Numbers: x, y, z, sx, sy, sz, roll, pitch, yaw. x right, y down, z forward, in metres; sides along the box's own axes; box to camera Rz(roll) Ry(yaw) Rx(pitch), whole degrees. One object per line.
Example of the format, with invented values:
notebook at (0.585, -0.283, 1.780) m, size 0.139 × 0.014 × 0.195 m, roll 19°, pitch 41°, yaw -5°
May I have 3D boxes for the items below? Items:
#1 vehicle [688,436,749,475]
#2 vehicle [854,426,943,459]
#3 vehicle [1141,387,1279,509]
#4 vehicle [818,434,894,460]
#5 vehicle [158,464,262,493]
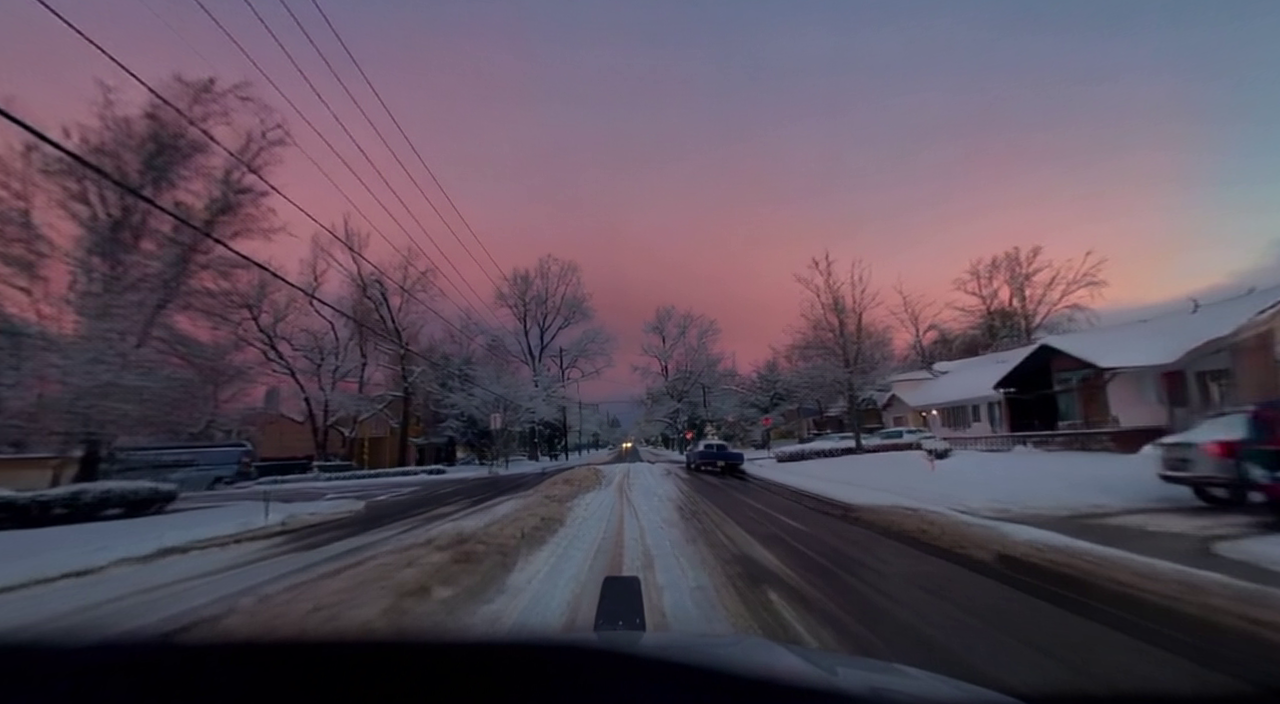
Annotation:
vehicle at (3.613, 4.871, 29.989) m, size 2.134 × 1.720 × 4.515 m, roll 0°, pitch -8°, yaw -3°
vehicle at (15.164, 5.320, 37.228) m, size 4.283 × 1.660 × 2.035 m, roll -3°, pitch -6°, yaw 0°
vehicle at (11.223, 1.534, 10.173) m, size 4.528 × 1.752 × 1.982 m, roll 0°, pitch -8°, yaw 1°
vehicle at (13.687, 6.025, 40.191) m, size 4.116 × 1.435 × 1.920 m, roll -2°, pitch -8°, yaw 1°
vehicle at (-24.041, 7.081, 35.405) m, size 4.479 × 1.475 × 1.842 m, roll 0°, pitch -8°, yaw 2°
